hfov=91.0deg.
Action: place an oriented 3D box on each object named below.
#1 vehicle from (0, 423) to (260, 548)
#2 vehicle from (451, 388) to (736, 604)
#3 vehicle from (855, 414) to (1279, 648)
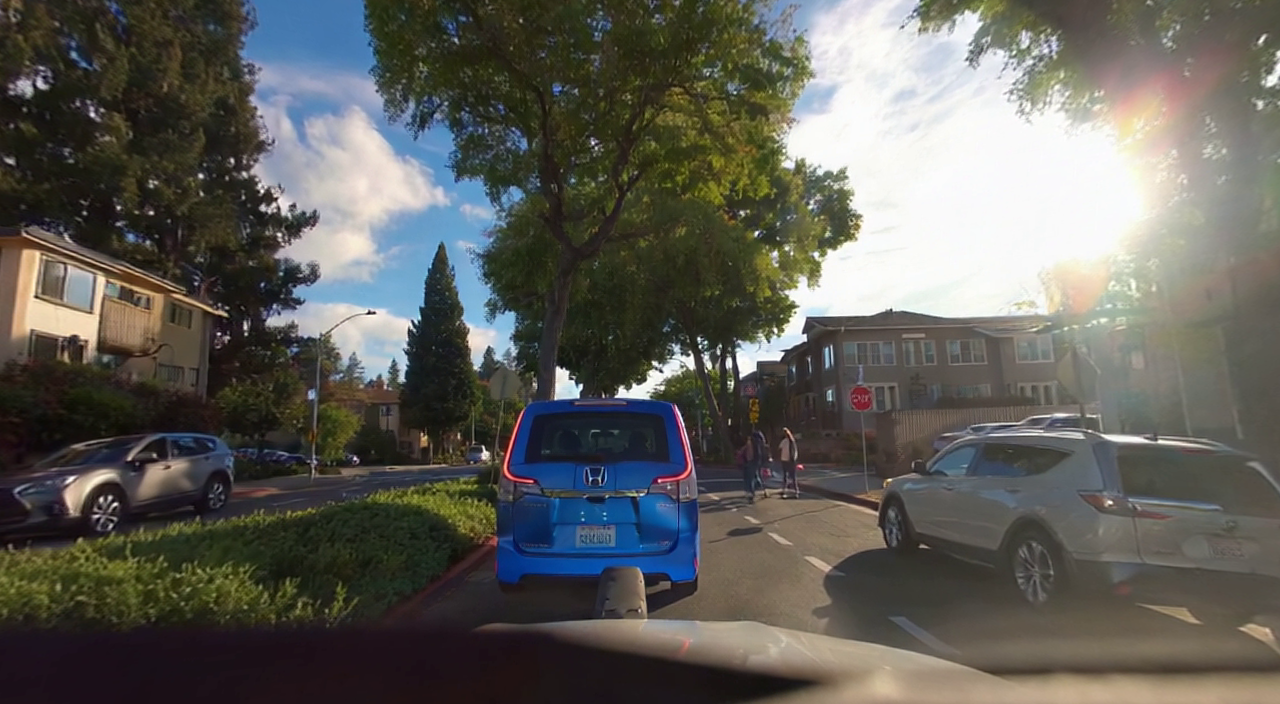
[{"bbox_3d":[-8.291,1.974,10.049,1.825,1.532,4.083,-3,-7,1],"label":"vehicle"},{"bbox_3d":[-0.390,1.548,7.669,2.377,1.787,4.652,0,-8,0],"label":"vehicle"},{"bbox_3d":[4.219,1.646,6.898,1.959,1.581,4.731,4,-9,-2],"label":"vehicle"}]
